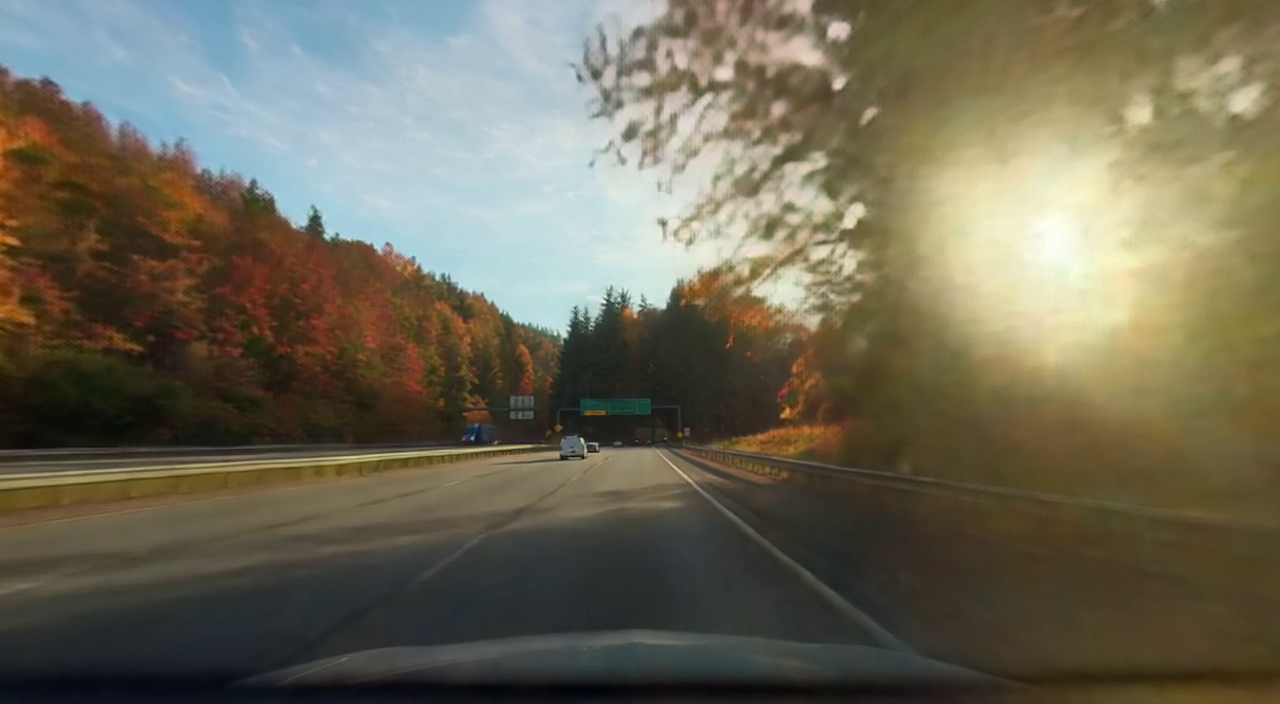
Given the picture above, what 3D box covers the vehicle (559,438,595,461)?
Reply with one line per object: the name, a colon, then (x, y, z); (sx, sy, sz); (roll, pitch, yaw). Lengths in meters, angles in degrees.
vehicle: (-4.347, 6.790, 44.035); (2.004, 1.497, 4.260); (0, -8, 1)
